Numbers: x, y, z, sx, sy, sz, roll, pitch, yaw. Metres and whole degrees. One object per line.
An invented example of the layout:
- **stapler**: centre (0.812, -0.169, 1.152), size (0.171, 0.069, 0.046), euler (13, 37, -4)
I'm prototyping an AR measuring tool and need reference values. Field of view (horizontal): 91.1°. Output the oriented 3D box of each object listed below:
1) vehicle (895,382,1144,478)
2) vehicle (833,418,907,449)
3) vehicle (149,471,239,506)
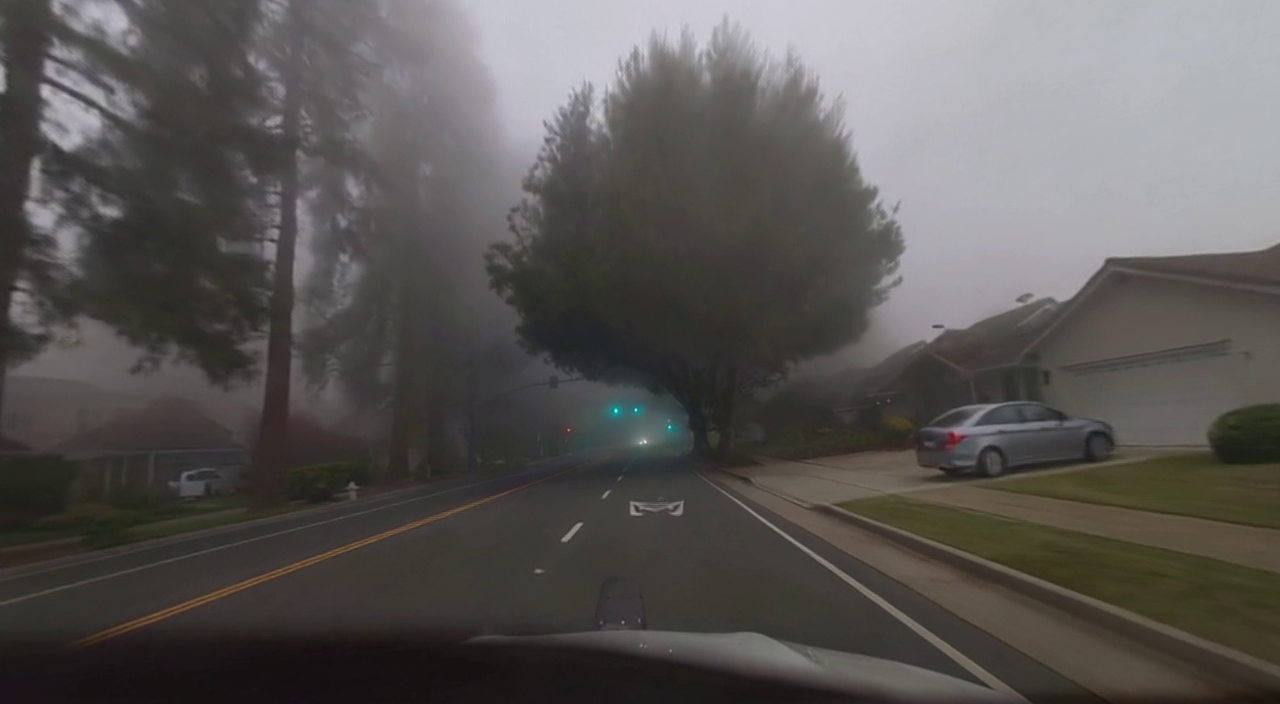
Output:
- **vehicle**: centre (8.235, 1.721, 13.724), size (4.636, 1.823, 1.997), euler (2, -9, -18)
- **vehicle**: centre (14.696, 5.250, 40.254), size (3.917, 1.454, 1.725), euler (-7, -8, 0)
- **vehicle**: centre (-22.423, 6.842, 31.745), size (1.847, 1.461, 3.659), euler (0, -8, 0)
